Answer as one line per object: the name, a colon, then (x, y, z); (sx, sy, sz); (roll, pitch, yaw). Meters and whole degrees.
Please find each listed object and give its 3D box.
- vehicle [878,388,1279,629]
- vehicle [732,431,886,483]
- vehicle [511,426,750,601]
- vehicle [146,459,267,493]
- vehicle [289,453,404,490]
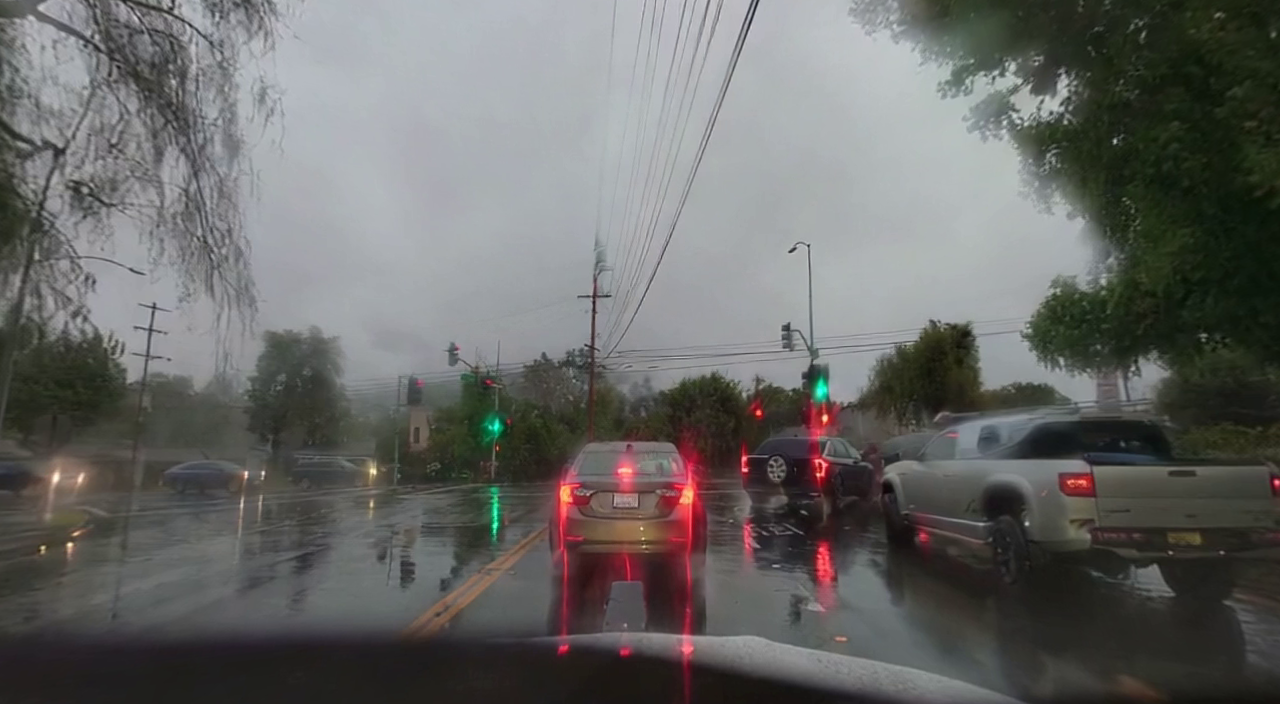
vehicle: (4.618, 1.566, 7.383); (2.095, 1.836, 4.895); (-1, -8, 5)
vehicle: (6.798, 4.321, 26.123); (5.857, 2.016, 2.273); (-1, -8, 7)
vehicle: (-0.019, 1.744, 7.826); (2.078, 1.506, 4.512); (0, -8, 2)
vehicle: (-21.064, 6.003, 30.673); (4.736, 1.475, 1.921); (-2, -8, 9)
vehicle: (-13.776, 5.595, 29.660); (4.485, 1.625, 1.980); (-2, -9, 9)
